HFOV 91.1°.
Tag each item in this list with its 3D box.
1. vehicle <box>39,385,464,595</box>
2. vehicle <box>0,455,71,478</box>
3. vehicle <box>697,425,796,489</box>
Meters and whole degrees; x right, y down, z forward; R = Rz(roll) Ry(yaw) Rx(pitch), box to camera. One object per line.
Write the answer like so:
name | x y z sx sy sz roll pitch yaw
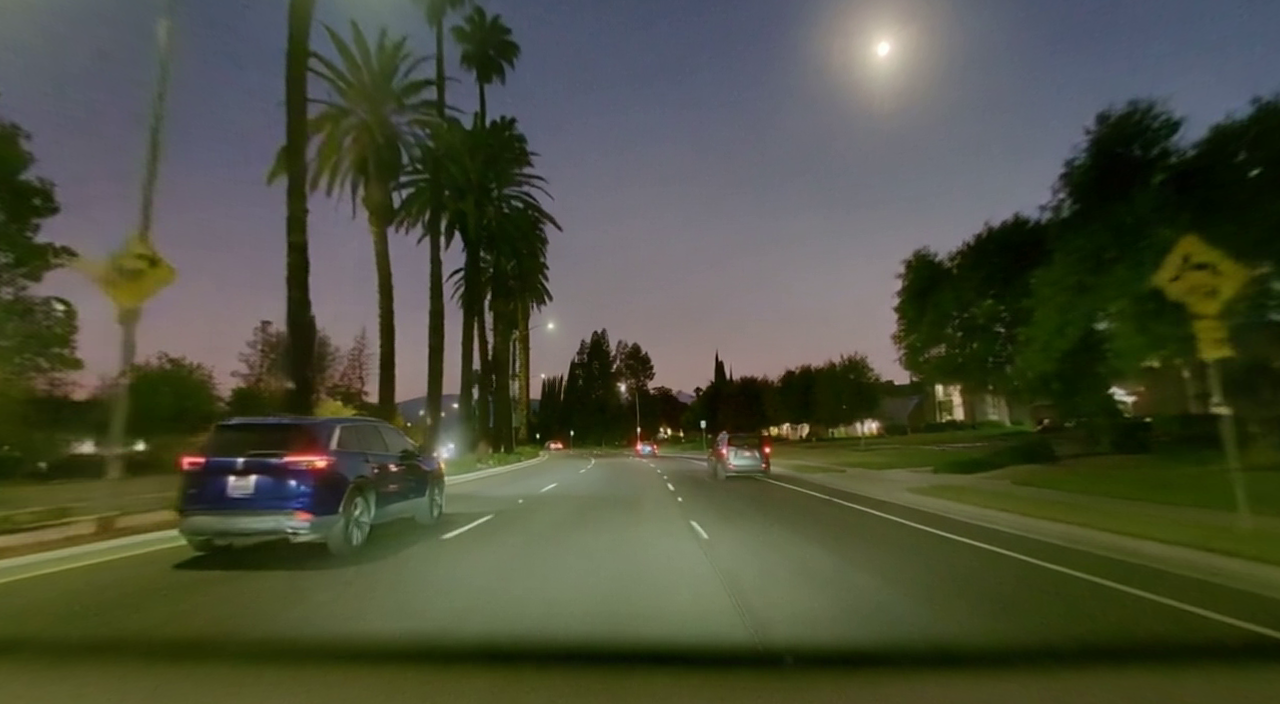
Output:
vehicle | -3.984 1.514 7.814 2.150 1.768 4.868 0 -8 0
vehicle | -37.704 7.052 38.751 3.347 1.368 1.745 0 -8 -2
vehicle | 3.230 3.306 20.162 2.195 1.804 4.658 0 -8 -2
